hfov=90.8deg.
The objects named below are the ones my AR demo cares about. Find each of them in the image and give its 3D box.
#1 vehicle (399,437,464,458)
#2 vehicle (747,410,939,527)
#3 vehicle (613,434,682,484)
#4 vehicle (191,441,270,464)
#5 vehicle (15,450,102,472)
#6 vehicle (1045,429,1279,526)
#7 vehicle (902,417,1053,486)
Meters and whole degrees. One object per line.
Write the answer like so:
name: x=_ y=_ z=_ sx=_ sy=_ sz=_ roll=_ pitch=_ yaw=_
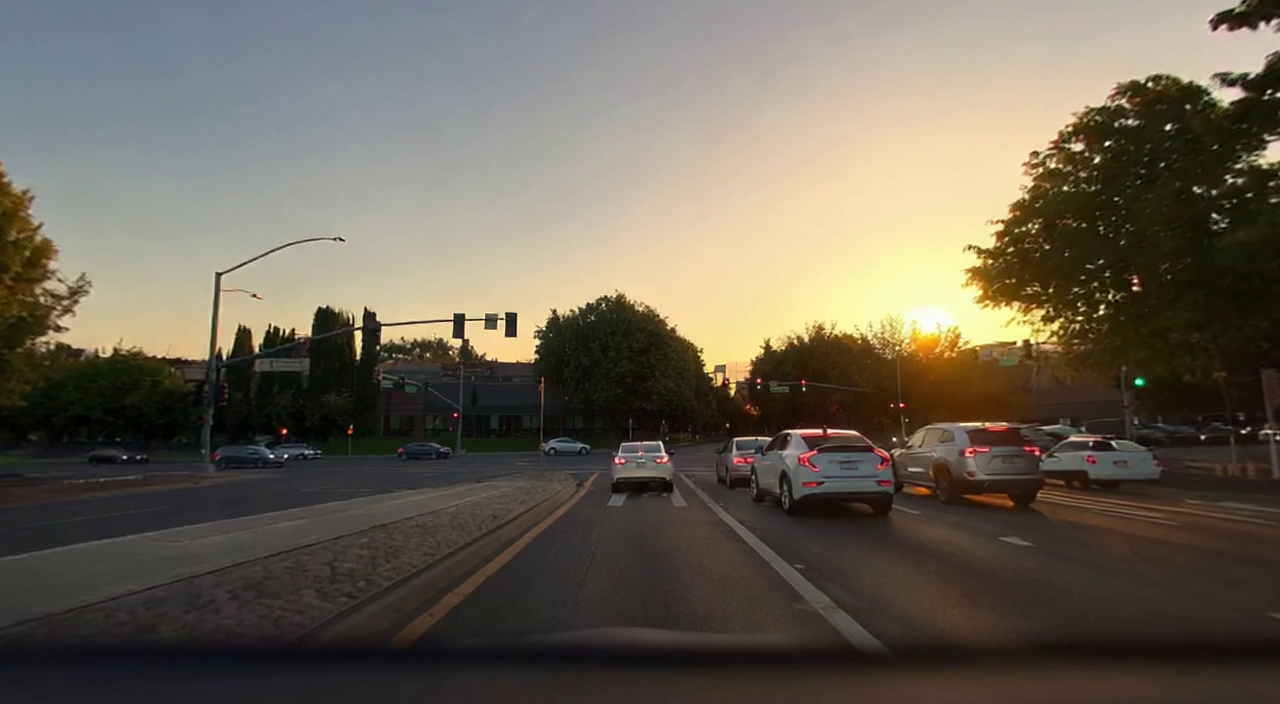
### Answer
vehicle: x=-15.586 y=7.163 z=47.354 sx=4.076 sy=1.498 sz=2.175 roll=-1 pitch=-8 yaw=5
vehicle: x=3.543 y=2.155 z=12.249 sx=2.111 sy=1.780 sz=4.990 roll=0 pitch=-8 yaw=1
vehicle: x=0.282 y=3.461 z=20.717 sx=2.026 sy=1.458 sz=4.175 roll=0 pitch=-8 yaw=2
vehicle: x=-29.716 y=7.294 z=45.907 sx=4.517 sy=1.637 sz=1.935 roll=-1 pitch=-9 yaw=9
vehicle: x=-40.766 y=7.624 z=44.296 sx=4.630 sy=1.441 sz=1.923 roll=-1 pitch=-9 yaw=9
vehicle: x=10.408 y=2.364 z=12.489 sx=1.919 sy=1.549 sz=4.452 roll=0 pitch=-8 yaw=2
vehicle: x=10.976 y=3.309 z=21.230 sx=2.130 sy=1.988 sz=5.684 roll=0 pitch=-8 yaw=3
